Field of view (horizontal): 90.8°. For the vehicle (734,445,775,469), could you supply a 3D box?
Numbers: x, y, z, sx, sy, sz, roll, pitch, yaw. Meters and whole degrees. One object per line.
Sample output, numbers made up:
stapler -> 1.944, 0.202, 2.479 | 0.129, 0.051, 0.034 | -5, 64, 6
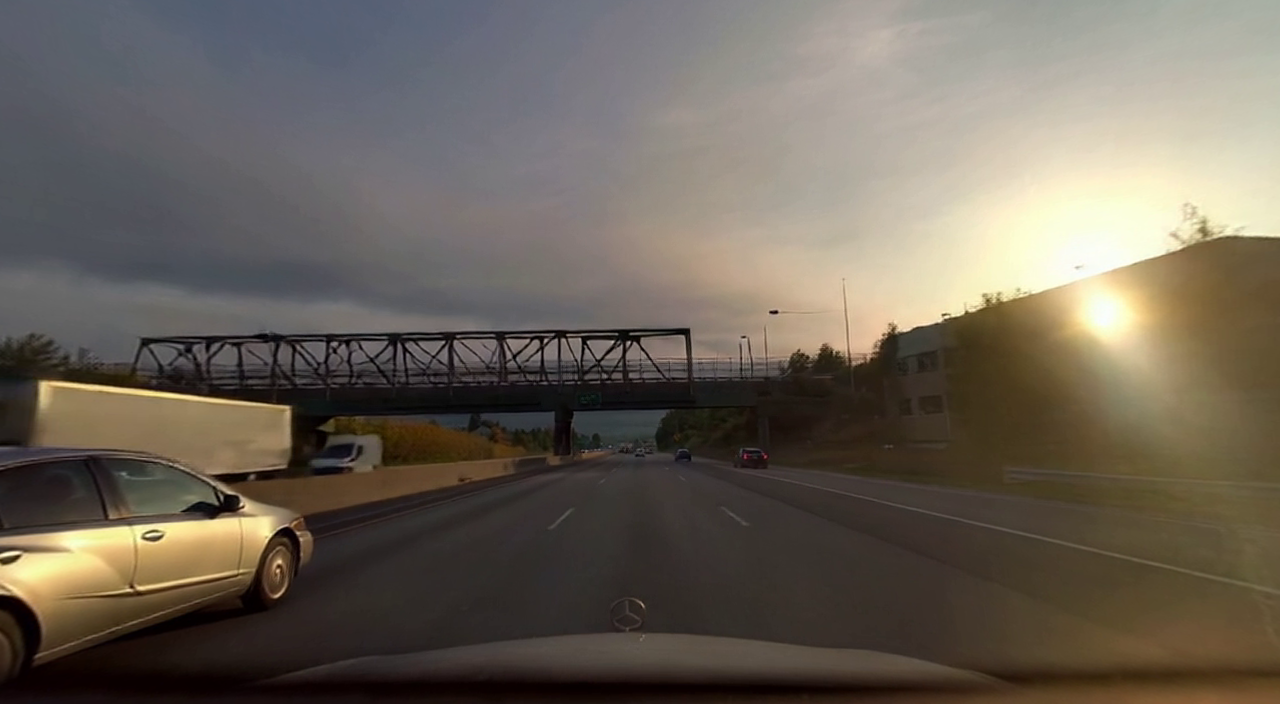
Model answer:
vehicle -> 7.448, 6.866, 41.384 | 1.923, 1.516, 3.815 | 0, -9, -1

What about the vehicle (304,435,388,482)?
vehicle -> -17.111, 6.222, 37.106 | 2.352, 2.506, 5.861 | 0, -9, -3

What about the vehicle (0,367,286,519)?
vehicle -> -18.909, 3.494, 23.686 | 2.952, 4.057, 14.423 | 0, -9, 0
